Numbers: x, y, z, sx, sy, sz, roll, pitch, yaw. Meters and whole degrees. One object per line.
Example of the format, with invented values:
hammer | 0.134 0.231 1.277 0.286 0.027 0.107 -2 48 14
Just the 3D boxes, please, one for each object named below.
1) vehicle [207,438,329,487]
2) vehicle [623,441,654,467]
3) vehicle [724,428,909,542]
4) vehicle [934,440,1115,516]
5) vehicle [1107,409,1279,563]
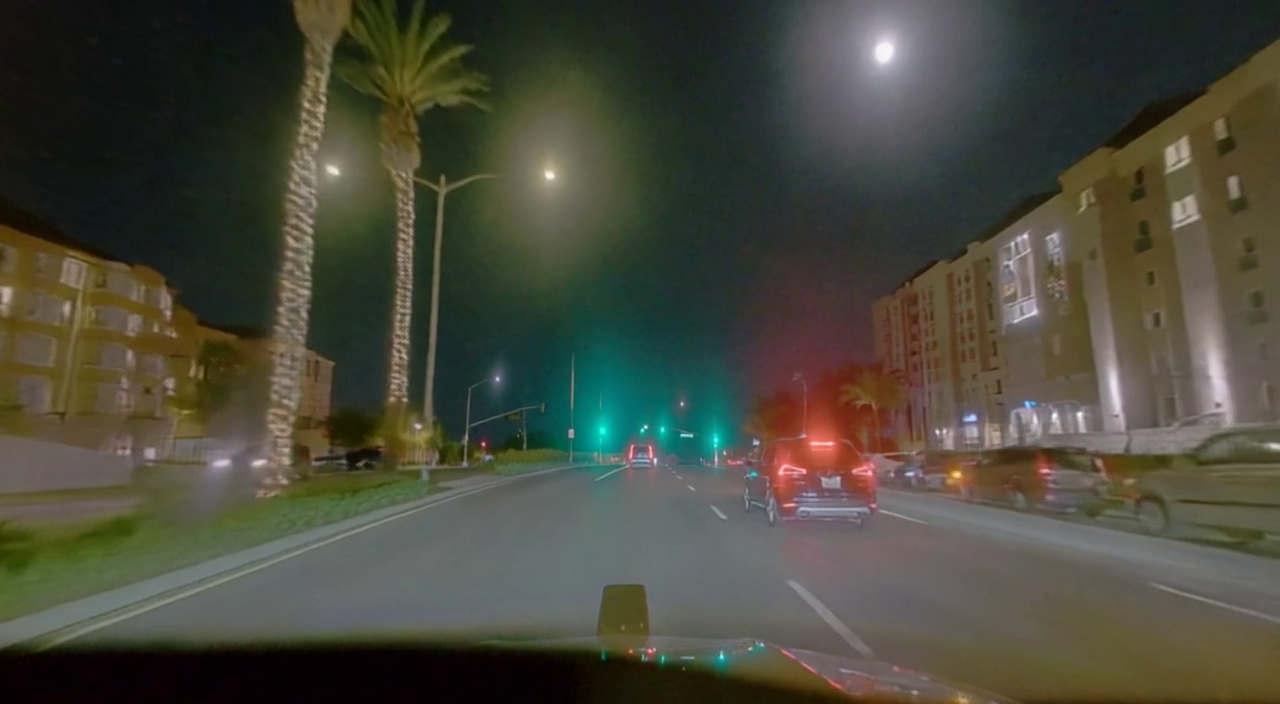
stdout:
vehicle | -15.549 4.625 26.741 2.180 1.830 4.924 0 -9 -1
vehicle | -0.067 7.254 44.958 2.087 1.709 4.076 0 -9 1
vehicle | 2.846 2.251 11.324 2.009 1.639 4.267 0 -9 -1
vehicle | 10.125 3.307 17.150 1.982 1.766 4.555 0 -9 -1
vehicle | 9.954 1.798 8.425 2.618 2.048 6.195 0 -9 0
